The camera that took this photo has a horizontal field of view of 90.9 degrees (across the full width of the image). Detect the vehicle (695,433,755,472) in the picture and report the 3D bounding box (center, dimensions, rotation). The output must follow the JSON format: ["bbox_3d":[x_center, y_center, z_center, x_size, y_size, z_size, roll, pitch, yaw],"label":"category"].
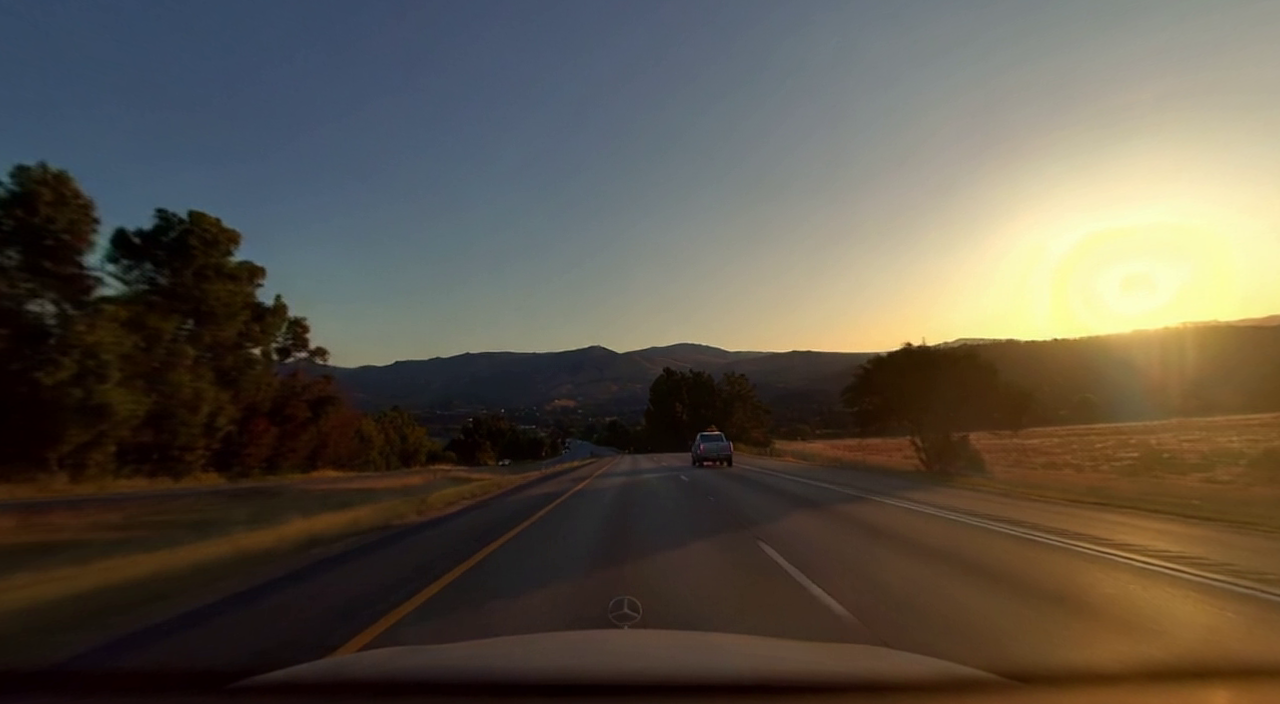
[{"bbox_3d":[3.800,4.594,28.960,2.157,1.640,4.056,0,-9,0],"label":"vehicle"}]
